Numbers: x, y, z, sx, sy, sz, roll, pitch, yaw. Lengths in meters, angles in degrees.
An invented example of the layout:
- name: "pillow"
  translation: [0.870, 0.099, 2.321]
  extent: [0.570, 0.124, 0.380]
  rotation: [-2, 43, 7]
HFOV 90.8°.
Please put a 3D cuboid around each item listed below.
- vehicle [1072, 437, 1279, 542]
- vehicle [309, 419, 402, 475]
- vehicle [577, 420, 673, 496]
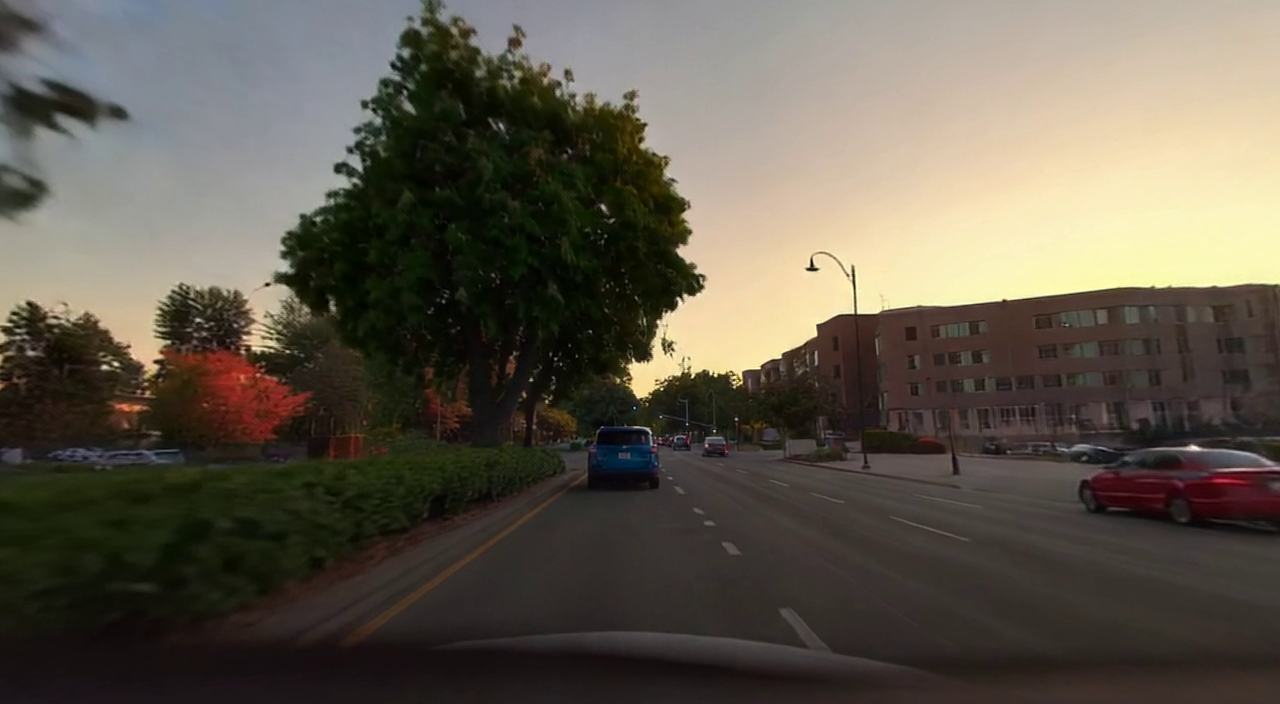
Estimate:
- name: "vehicle"
  translation: [9.698, 2.265, 11.095]
  extent: [2.002, 1.456, 4.631]
  rotation: [-2, -9, 15]
- name: "vehicle"
  translation: [-19.268, 6.529, 43.393]
  extent: [2.811, 3.399, 7.898]
  rotation: [1, -9, -2]
- name: "vehicle"
  translation: [-0.412, 2.846, 17.222]
  extent: [2.277, 1.816, 4.192]
  rotation: [0, -9, -1]
